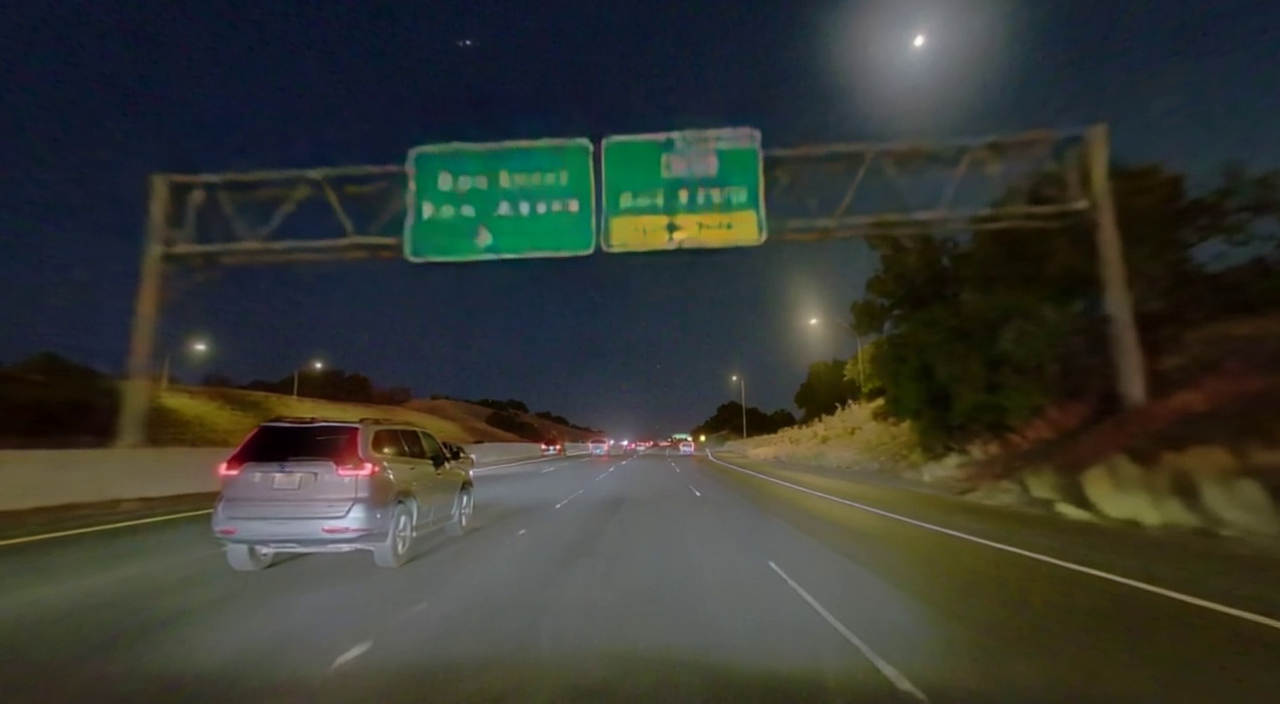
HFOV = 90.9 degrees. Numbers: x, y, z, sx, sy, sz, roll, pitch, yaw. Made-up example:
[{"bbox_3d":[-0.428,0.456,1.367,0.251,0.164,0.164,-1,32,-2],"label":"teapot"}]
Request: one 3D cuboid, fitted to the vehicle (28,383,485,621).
[{"bbox_3d":[-3.616,1.537,7.415,2.218,1.848,4.789,0,-9,2],"label":"vehicle"}]
